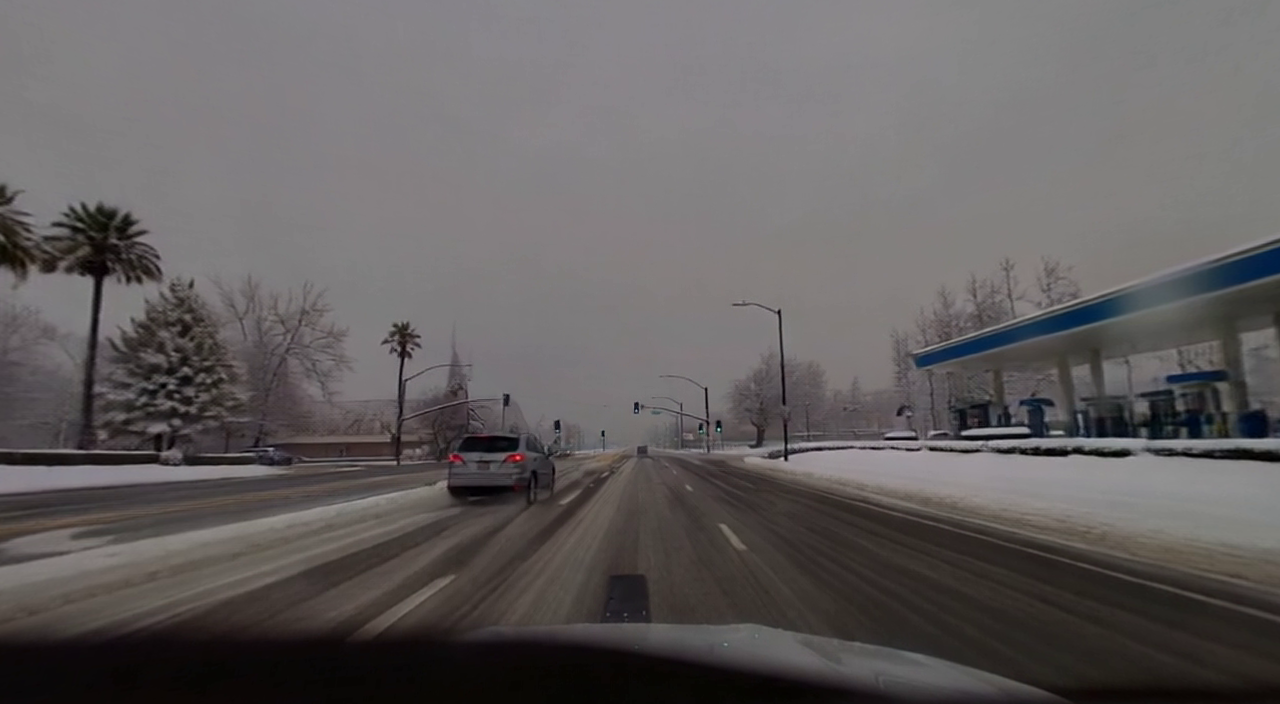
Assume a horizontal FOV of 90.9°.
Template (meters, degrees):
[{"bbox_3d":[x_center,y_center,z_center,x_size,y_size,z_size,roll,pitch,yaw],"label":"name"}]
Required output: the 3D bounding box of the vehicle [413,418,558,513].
[{"bbox_3d":[-3.196,2.465,14.089,2.011,1.756,4.478,0,-9,1],"label":"vehicle"}]
